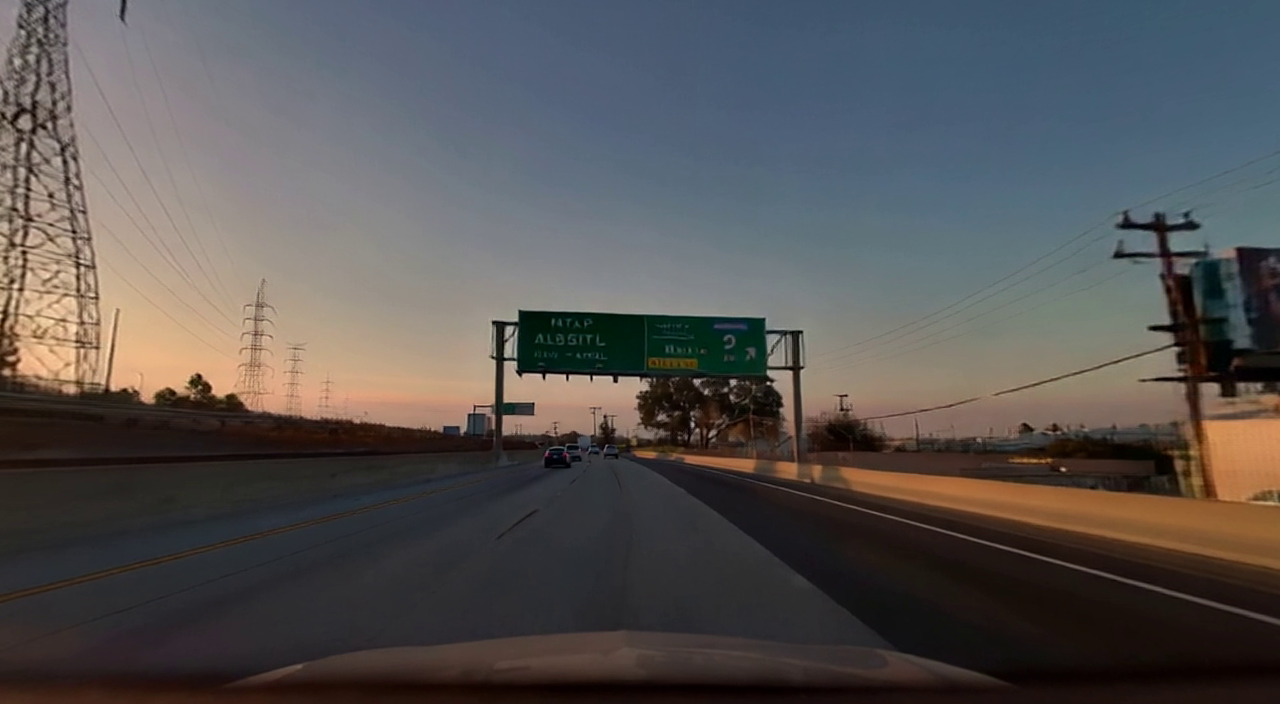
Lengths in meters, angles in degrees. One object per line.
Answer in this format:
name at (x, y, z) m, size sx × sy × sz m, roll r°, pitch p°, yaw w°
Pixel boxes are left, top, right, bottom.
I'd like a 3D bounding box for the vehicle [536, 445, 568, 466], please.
vehicle at (-6.412, 7.579, 46.470) m, size 1.921 × 1.420 × 4.078 m, roll 0°, pitch -9°, yaw -3°
